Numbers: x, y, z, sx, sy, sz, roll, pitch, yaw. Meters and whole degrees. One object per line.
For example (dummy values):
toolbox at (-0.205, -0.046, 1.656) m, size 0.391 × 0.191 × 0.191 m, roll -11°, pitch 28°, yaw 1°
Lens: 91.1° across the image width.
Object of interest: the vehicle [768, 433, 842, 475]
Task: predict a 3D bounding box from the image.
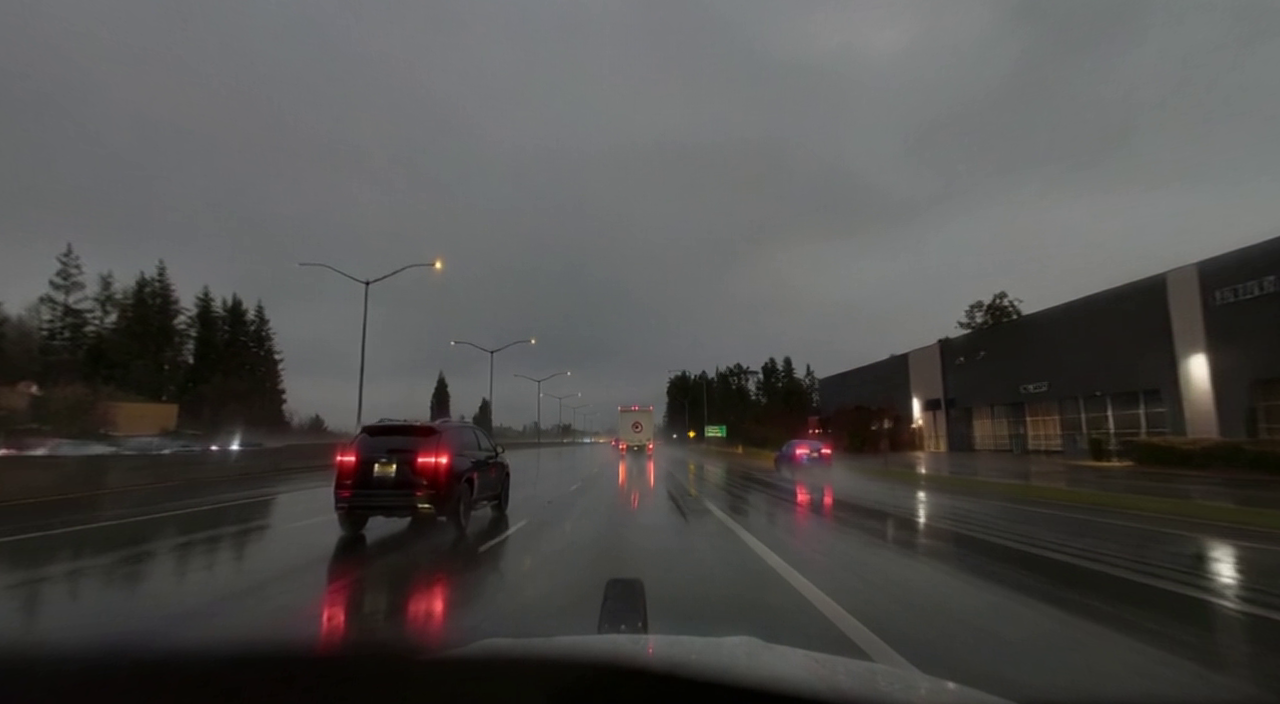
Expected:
vehicle at (7.028, 4.378, 27.142) m, size 1.958 × 1.681 × 4.109 m, roll 0°, pitch -8°, yaw -2°

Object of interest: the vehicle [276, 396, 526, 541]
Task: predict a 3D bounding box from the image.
vehicle at (-3.506, 1.847, 10.542) m, size 2.178 × 1.826 × 4.933 m, roll 0°, pitch -8°, yaw 1°

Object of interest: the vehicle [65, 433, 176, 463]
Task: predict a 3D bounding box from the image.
vehicle at (-29.045, 5.414, 35.334) m, size 2.159 × 1.556 × 4.729 m, roll 0°, pitch -8°, yaw 1°
